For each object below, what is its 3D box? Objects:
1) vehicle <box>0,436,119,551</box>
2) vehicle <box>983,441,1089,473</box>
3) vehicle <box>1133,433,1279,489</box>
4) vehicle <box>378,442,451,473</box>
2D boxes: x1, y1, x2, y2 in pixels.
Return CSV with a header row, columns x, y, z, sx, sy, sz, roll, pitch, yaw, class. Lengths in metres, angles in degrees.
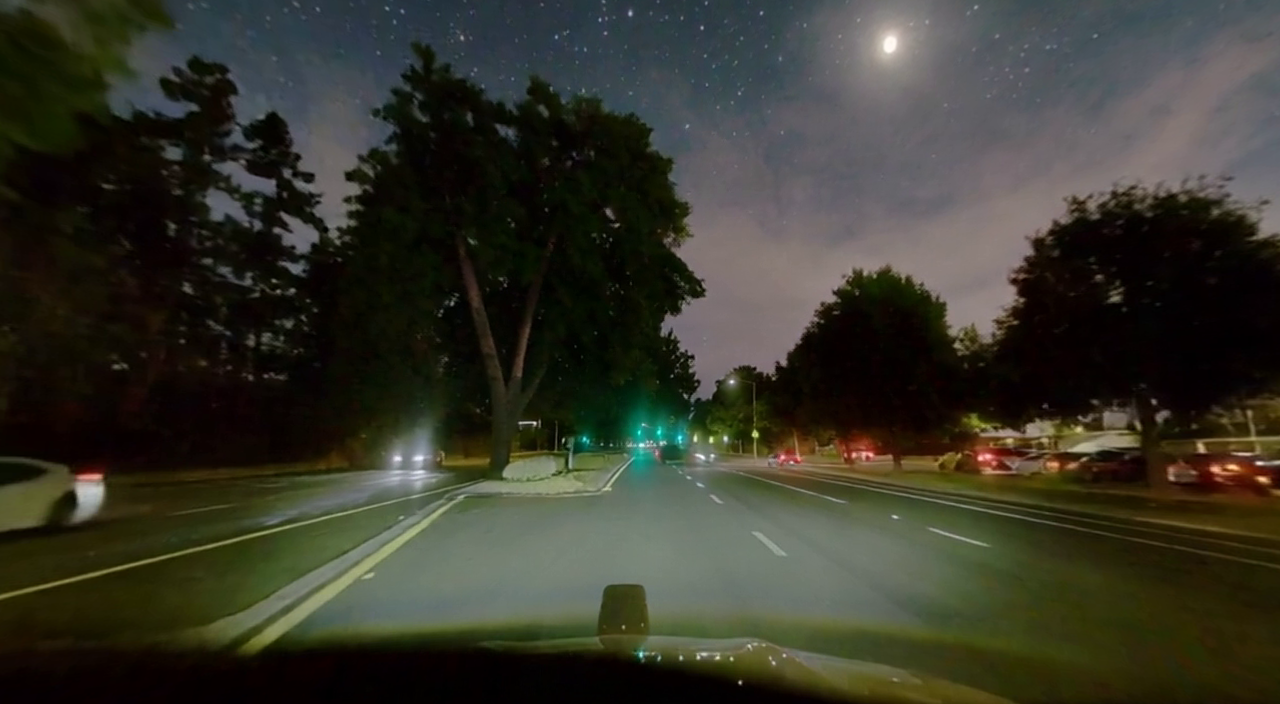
x,y,z,sx,sy,sz,roll,pitch,yaw,class
-9.226,1.781,7.761,1.872,1.476,4.423,0,-8,-1,vehicle
23.885,6.326,38.099,4.917,1.814,2.322,1,-9,-7,vehicle
22.013,4.035,23.412,5.332,1.879,2.187,1,-8,7,vehicle
-11.304,5.302,31.936,1.917,1.473,4.757,0,-8,0,vehicle
